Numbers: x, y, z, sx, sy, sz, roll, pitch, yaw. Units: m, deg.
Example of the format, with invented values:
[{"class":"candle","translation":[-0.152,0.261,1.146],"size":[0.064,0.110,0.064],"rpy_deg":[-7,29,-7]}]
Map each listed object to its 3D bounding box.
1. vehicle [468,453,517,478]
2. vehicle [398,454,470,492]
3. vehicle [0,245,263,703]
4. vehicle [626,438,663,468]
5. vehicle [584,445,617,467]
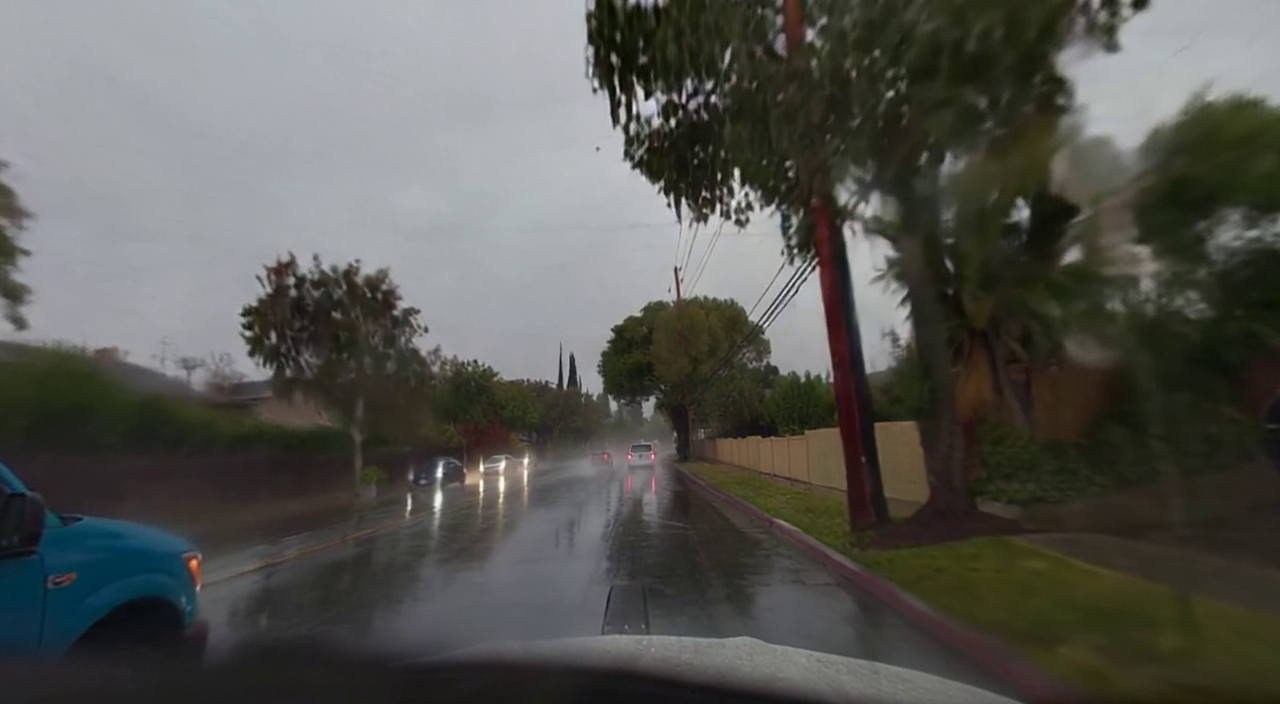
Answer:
[{"class":"vehicle","translation":[-9.614,7.392,41.411],"size":[2.068,1.480,4.641],"rpy_deg":[0,-9,0]},{"class":"vehicle","translation":[-9.895,5.822,30.598],"size":[1.879,1.494,4.445],"rpy_deg":[-5,-9,1]},{"class":"vehicle","translation":[-3.449,0.487,0.777],"size":[2.336,2.152,5.866],"rpy_deg":[0,-9,0]},{"class":"vehicle","translation":[0.286,6.098,38.128],"size":[2.120,1.718,3.909],"rpy_deg":[0,-9,0]},{"class":"vehicle","translation":[-2.825,7.579,46.144],"size":[1.968,1.472,4.489],"rpy_deg":[-1,-9,2]}]
